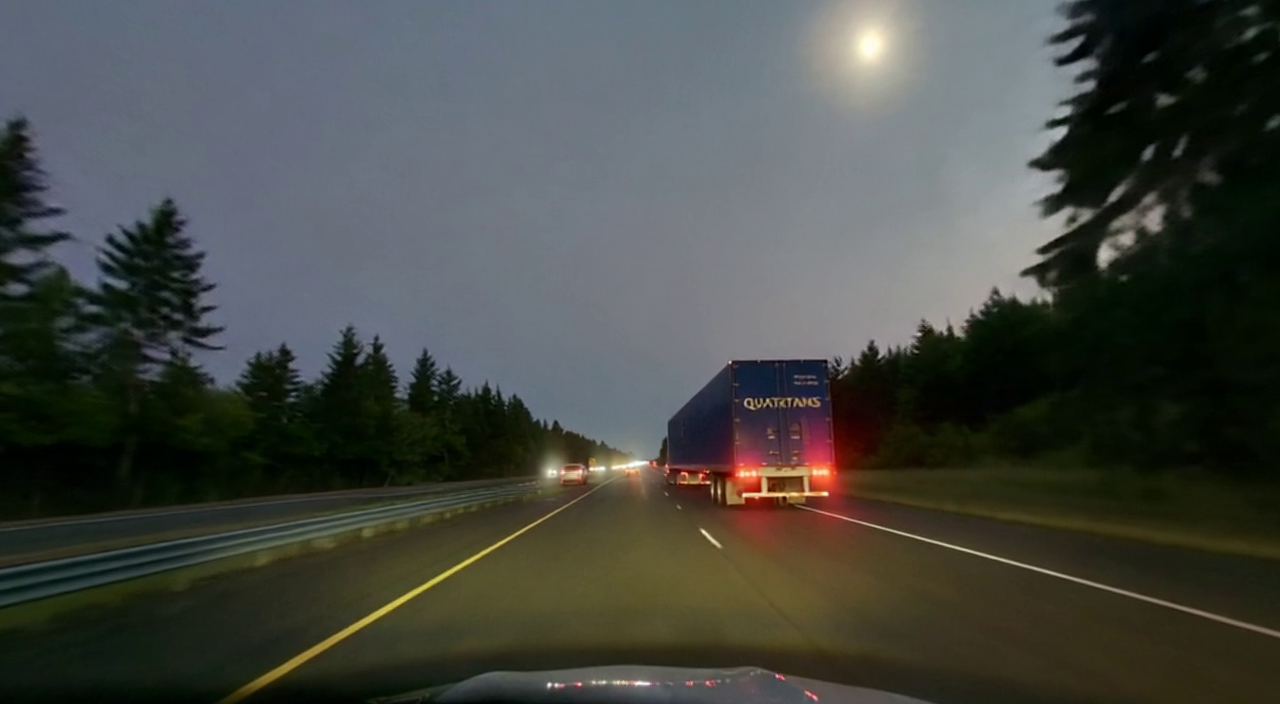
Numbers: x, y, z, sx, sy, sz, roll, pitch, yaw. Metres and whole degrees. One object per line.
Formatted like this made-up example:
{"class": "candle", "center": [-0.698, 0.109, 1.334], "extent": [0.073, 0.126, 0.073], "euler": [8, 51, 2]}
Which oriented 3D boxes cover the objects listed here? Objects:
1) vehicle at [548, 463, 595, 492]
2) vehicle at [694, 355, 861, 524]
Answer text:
{"class": "vehicle", "center": [-3.982, 7.408, 37.470], "extent": [2.180, 1.556, 4.895], "euler": [1, -10, 0]}
{"class": "vehicle", "center": [3.736, 3.039, 20.512], "extent": [2.871, 4.032, 10.642], "euler": [1, -10, -1]}
